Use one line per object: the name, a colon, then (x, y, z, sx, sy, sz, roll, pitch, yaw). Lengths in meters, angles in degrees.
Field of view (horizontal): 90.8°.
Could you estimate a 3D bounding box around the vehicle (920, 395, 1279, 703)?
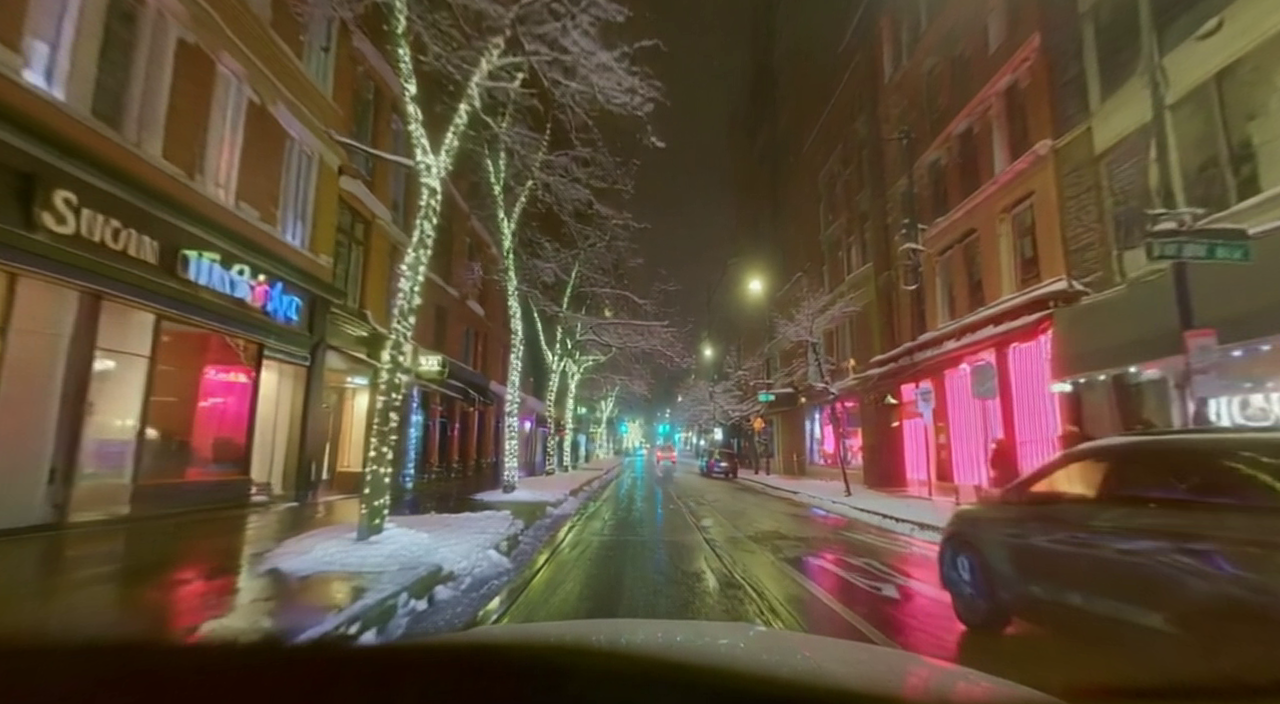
vehicle: (3.482, 1.082, 3.332, 1.971, 1.559, 4.326, 0, -9, -1)
